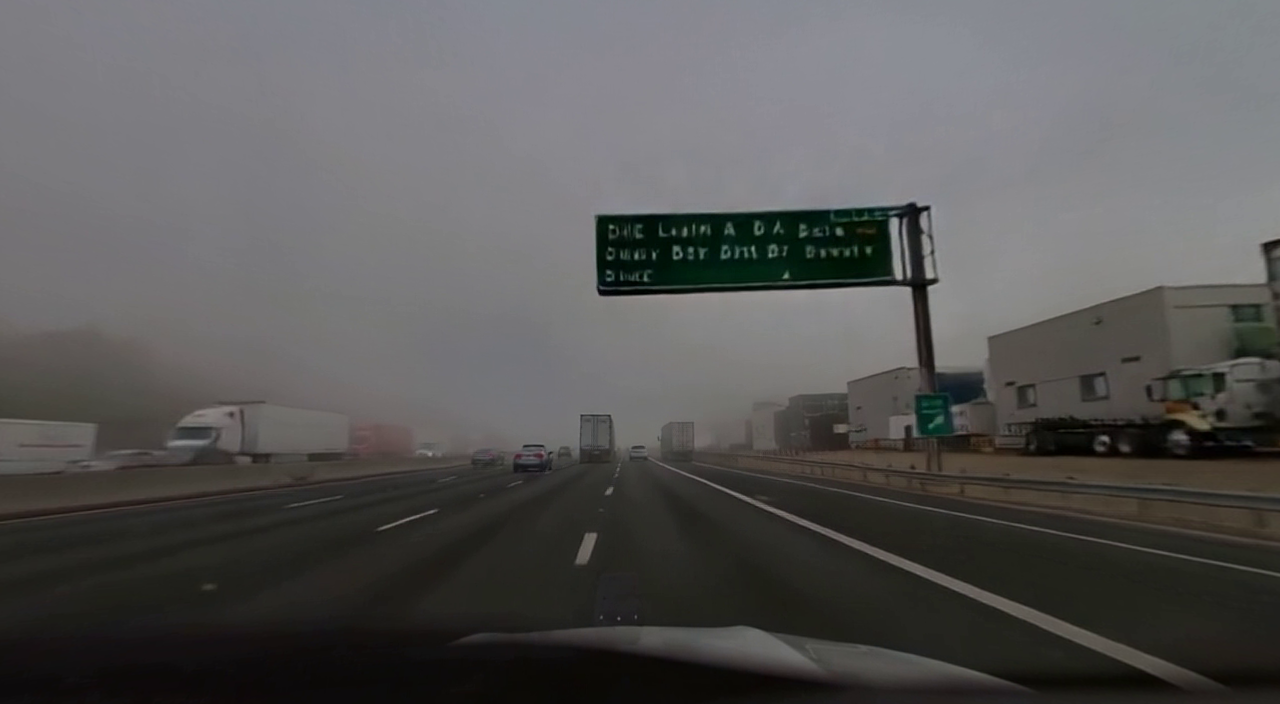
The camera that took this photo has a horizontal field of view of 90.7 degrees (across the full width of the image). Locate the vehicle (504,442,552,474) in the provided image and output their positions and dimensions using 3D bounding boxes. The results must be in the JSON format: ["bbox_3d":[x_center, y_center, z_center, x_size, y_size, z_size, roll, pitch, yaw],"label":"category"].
[{"bbox_3d":[-6.228,5.960,35.736,2.132,1.679,4.045,0,-9,-2],"label":"vehicle"}]

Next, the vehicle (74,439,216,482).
[{"bbox_3d":[-18.897,4.161,24.488,1.928,1.475,4.536,0,-9,-2],"label":"vehicle"}]

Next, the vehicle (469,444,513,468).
[{"bbox_3d":[-11.031,7.726,47.179,2.129,1.717,4.593,0,-9,0],"label":"vehicle"}]

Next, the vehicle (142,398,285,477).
[{"bbox_3d":[-22.847,4.699,34.521,2.995,3.817,6.961,0,-9,-2],"label":"vehicle"}]
